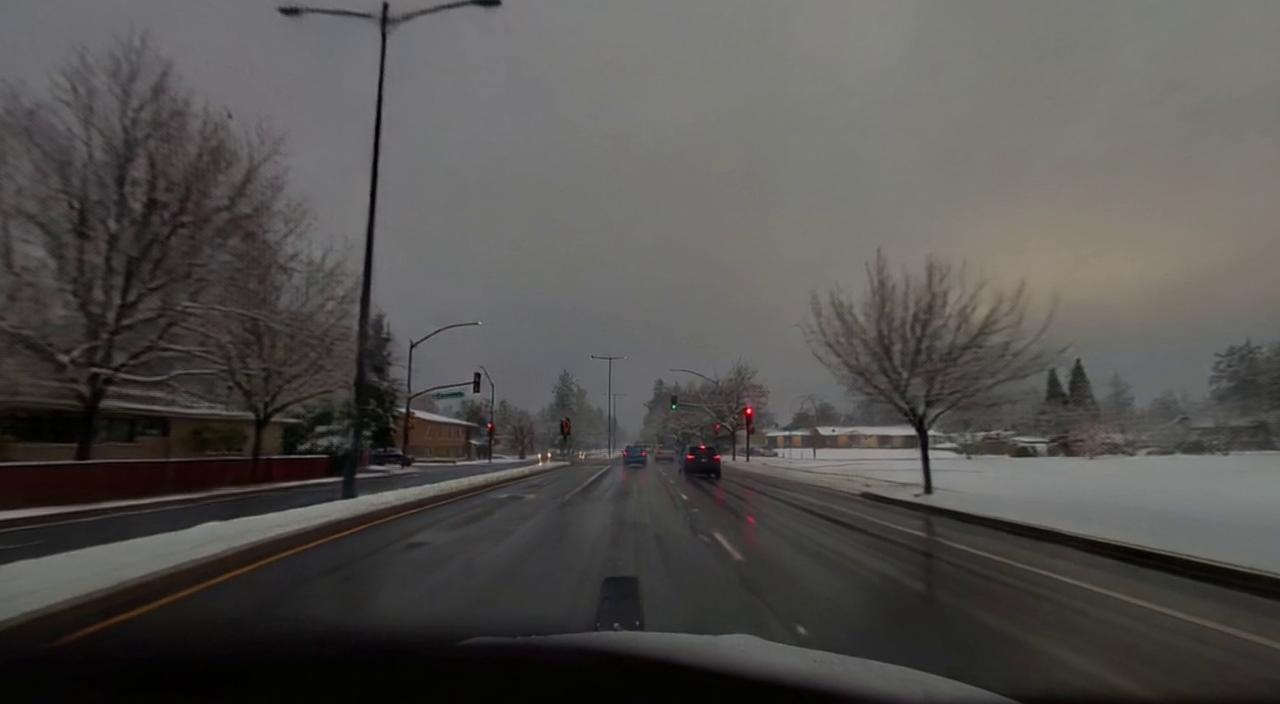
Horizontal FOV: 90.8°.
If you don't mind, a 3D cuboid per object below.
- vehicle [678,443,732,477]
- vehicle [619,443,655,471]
[{"bbox_3d":[3.038,5.124,30.351,2.057,1.496,4.401,0,-8,-1],"label":"vehicle"},{"bbox_3d":[-0.150,6.199,37.504,2.018,1.511,3.993,0,-8,0],"label":"vehicle"}]
